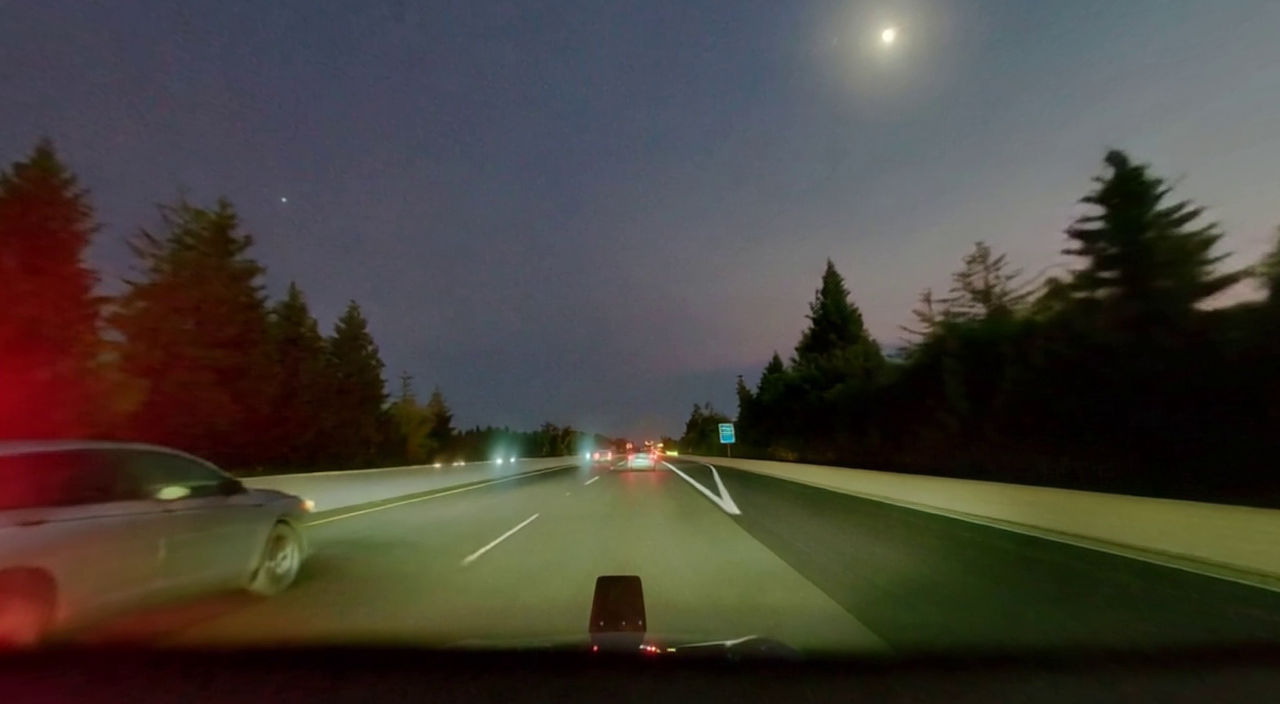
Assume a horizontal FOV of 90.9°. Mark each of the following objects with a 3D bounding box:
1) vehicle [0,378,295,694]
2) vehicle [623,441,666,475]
[{"bbox_3d":[-4.508,1.090,3.995,2.078,1.696,4.437,0,-9,0],"label":"vehicle"},{"bbox_3d":[0.237,5.701,34.067,2.172,1.687,3.929,0,-9,0],"label":"vehicle"}]
